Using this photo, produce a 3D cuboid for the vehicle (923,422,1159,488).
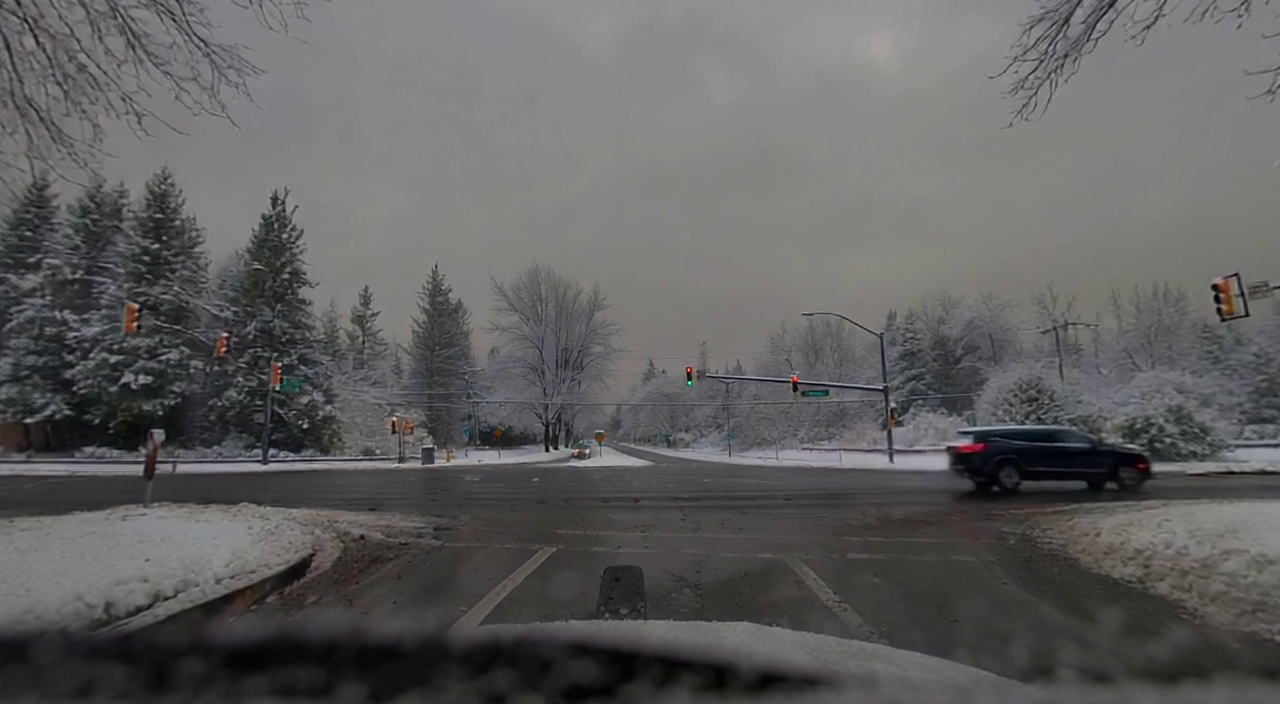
[{"bbox_3d":[10.924,2.844,17.517,5.155,1.686,1.937,-1,-8,2],"label":"vehicle"}]
